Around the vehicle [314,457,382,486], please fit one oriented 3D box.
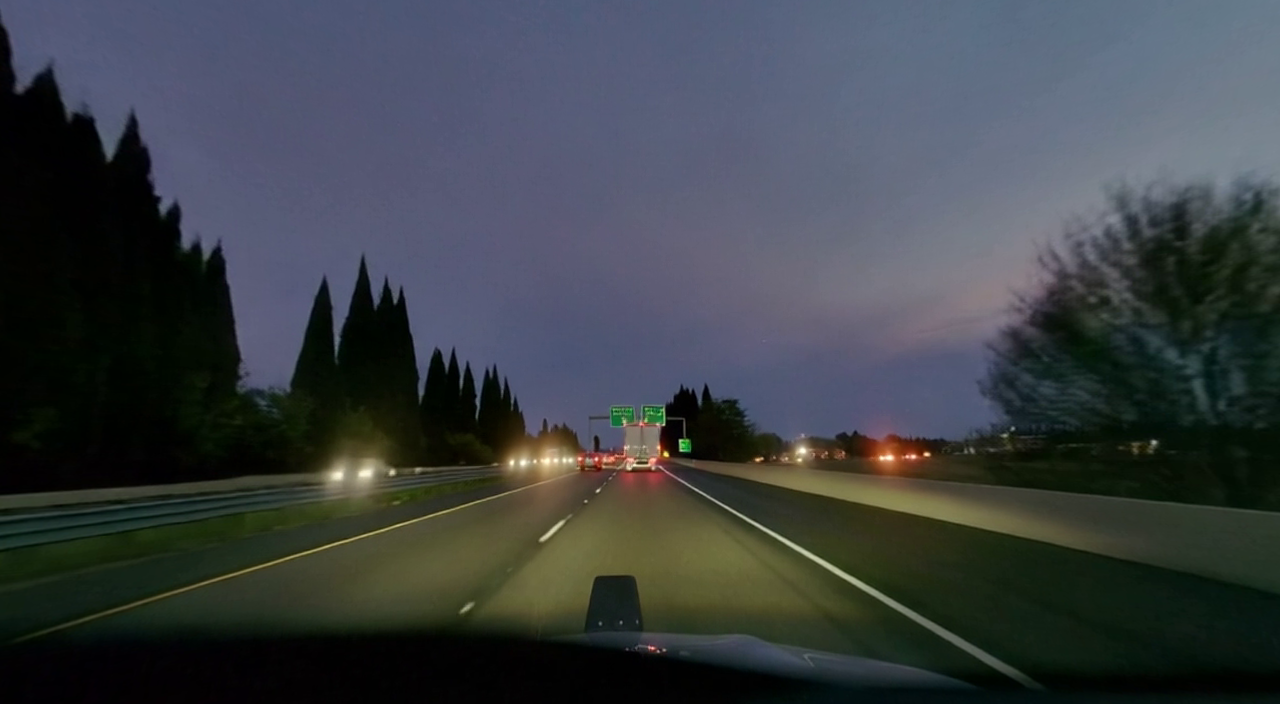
[{"bbox_3d":[-16.615,6.792,36.086,1.841,1.543,4.225,0,-9,0],"label":"vehicle"}]
